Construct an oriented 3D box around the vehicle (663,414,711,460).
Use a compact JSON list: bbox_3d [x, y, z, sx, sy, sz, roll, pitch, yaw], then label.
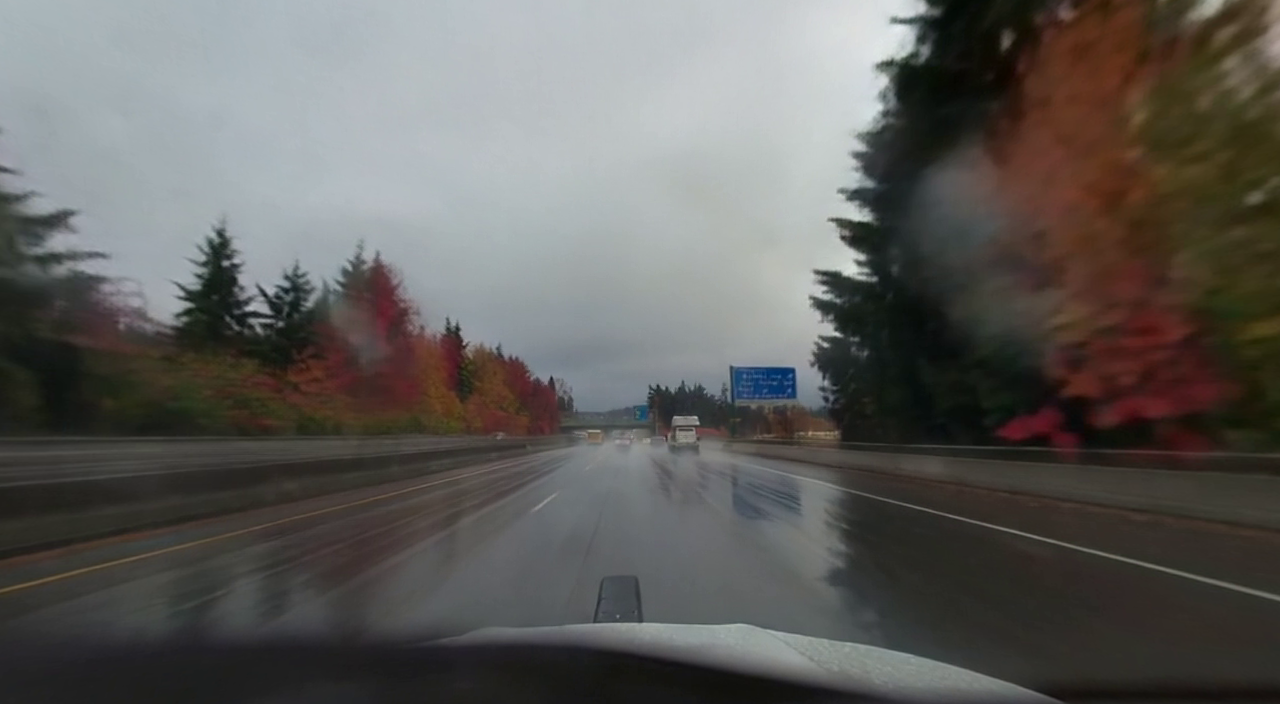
[{"bbox_3d":[2.761,5.260,38.804,2.411,2.614,5.781,0,-8,-1],"label":"vehicle"}]
